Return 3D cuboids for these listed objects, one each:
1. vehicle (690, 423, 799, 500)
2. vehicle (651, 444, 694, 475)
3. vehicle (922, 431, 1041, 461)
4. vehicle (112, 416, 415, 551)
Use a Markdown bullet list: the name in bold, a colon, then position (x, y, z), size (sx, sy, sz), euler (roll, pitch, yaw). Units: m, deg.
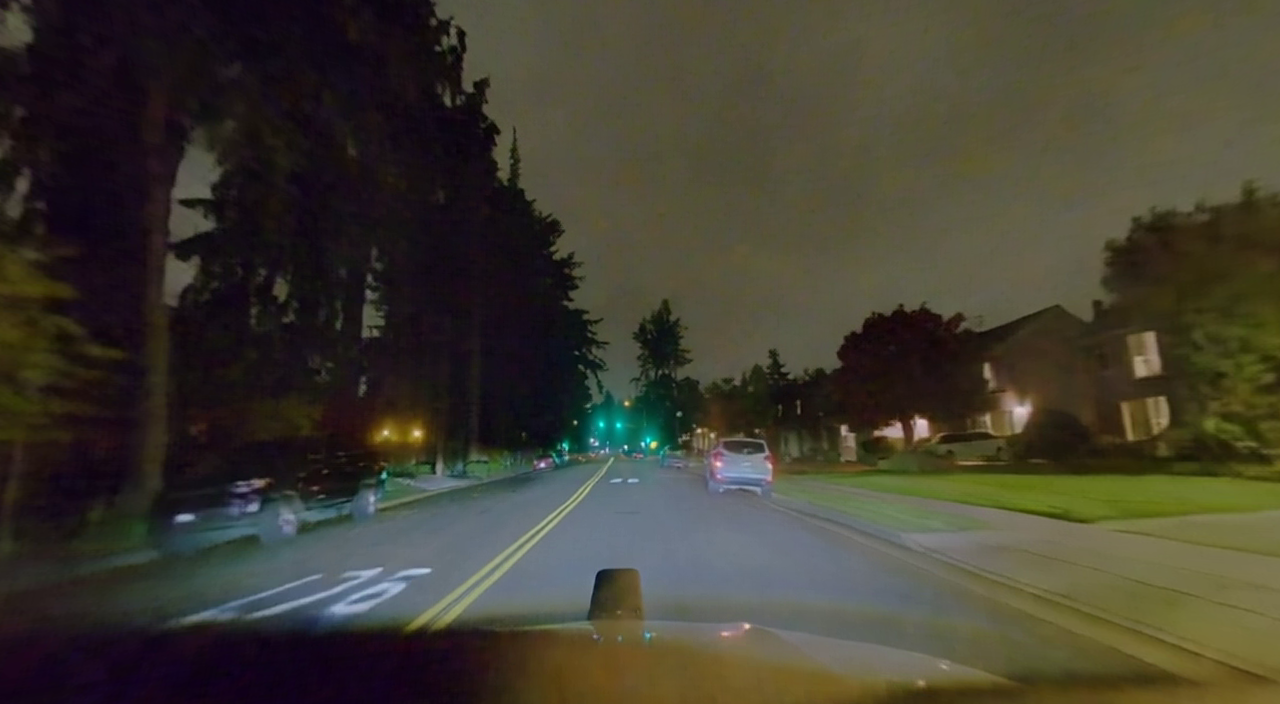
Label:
- **vehicle**: position (2.532, 2.794, 16.511), size (2.007, 1.702, 4.430), euler (0, -8, -1)
- **vehicle**: position (1.756, 6.041, 35.728), size (1.988, 1.618, 4.567), euler (0, -8, -3)
- **vehicle**: position (16.243, 4.482, 30.213), size (4.560, 1.350, 1.882), euler (-1, -8, 3)
- **vehicle**: position (-6.123, 2.245, 11.442), size (2.102, 1.801, 5.574), euler (-1, -9, -1)
